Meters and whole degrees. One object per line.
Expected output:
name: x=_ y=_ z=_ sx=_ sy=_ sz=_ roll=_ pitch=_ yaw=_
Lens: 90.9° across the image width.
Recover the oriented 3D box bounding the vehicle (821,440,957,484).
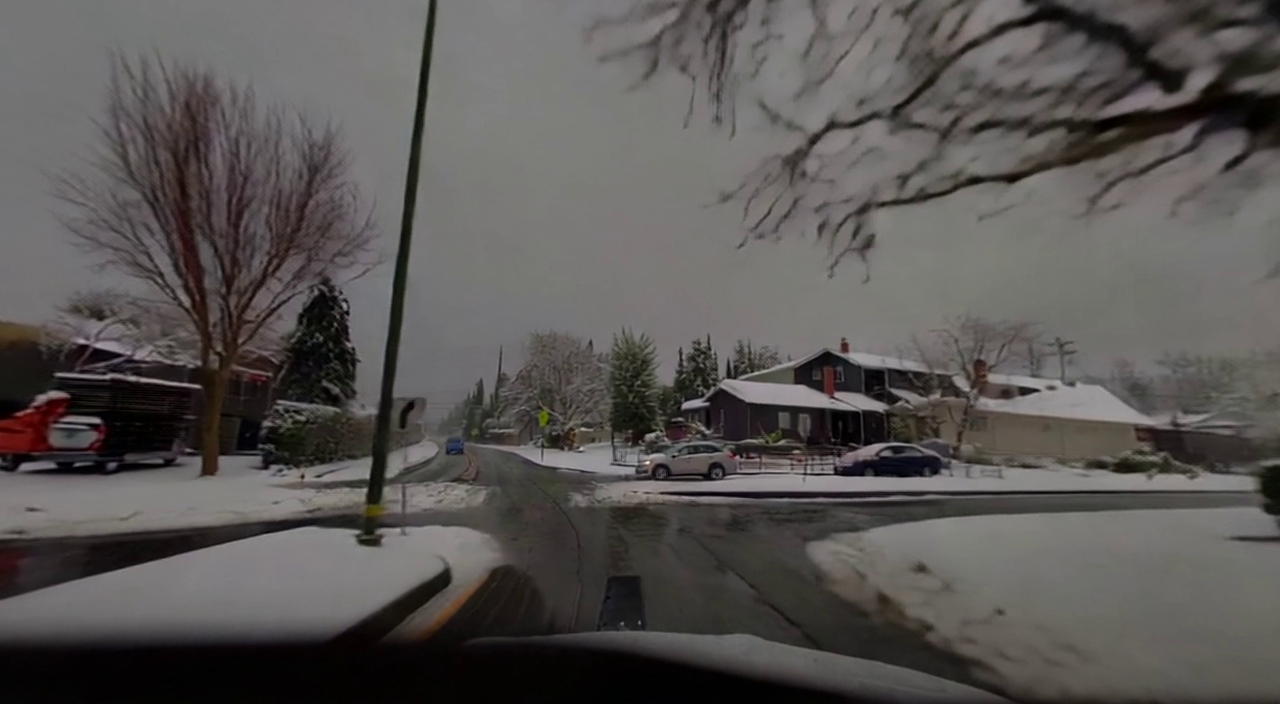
vehicle: x=9.468 y=4.219 z=24.295 sx=4.378 sy=1.543 sz=2.080 roll=0 pitch=-9 yaw=2

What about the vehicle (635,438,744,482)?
vehicle: x=1.817 y=4.081 z=23.871 sx=3.772 sy=1.531 sz=1.949 roll=2 pitch=-9 yaw=-8

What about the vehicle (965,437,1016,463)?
vehicle: x=21.237 y=5.958 z=38.304 sx=1.825 sy=1.482 sz=4.073 roll=-2 pitch=-9 yaw=17

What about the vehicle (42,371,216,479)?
vehicle: x=-19.248 y=2.784 z=24.274 sx=2.438 sy=3.594 sz=5.582 roll=3 pitch=-6 yaw=-9
